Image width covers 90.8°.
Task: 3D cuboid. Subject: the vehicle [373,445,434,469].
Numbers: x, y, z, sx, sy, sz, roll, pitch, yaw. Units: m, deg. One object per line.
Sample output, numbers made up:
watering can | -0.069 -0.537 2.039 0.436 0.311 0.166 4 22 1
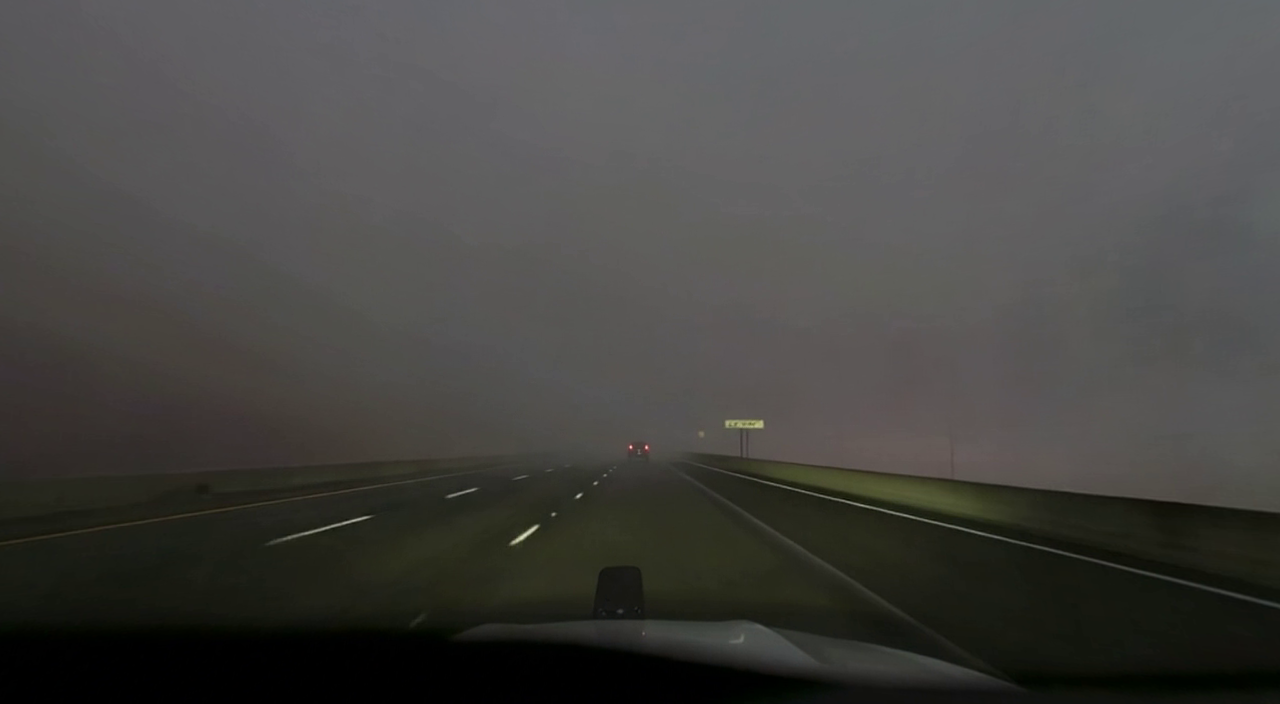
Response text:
vehicle | -15.671 7.003 42.112 2.250 1.492 4.731 0 -9 0
